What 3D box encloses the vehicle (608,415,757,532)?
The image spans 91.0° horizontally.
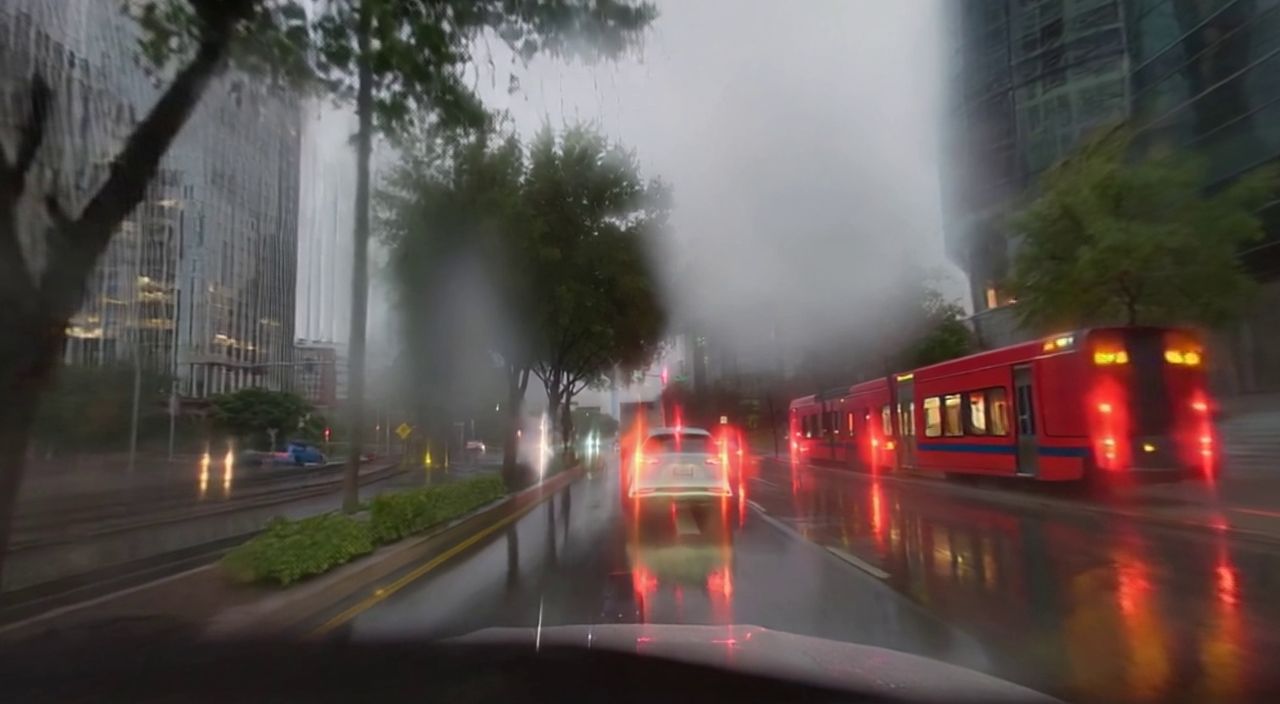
[{"bbox_3d":[0.568,2.094,11.337,2.190,1.684,4.084,0,-9,-1],"label":"vehicle"}]

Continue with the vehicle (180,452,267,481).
[{"bbox_3d":[-23.223,6.365,35.371,1.900,1.465,4.781,0,-9,-4],"label":"vehicle"}]
